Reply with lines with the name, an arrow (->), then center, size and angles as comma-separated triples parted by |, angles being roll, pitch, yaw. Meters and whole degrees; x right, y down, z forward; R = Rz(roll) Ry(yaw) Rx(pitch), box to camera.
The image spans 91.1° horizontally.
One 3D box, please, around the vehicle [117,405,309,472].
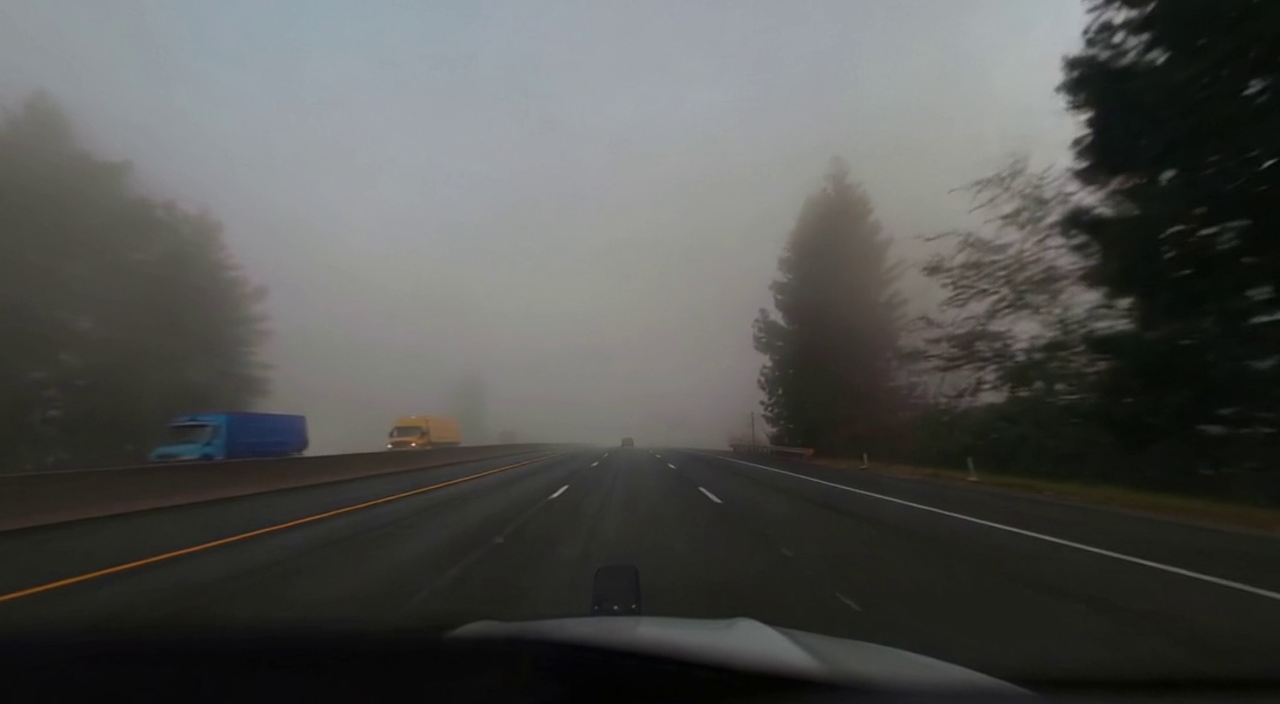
vehicle -> -27.398, 5.707, 41.931 | 3.143, 3.690, 14.011 | 0, -8, 0
